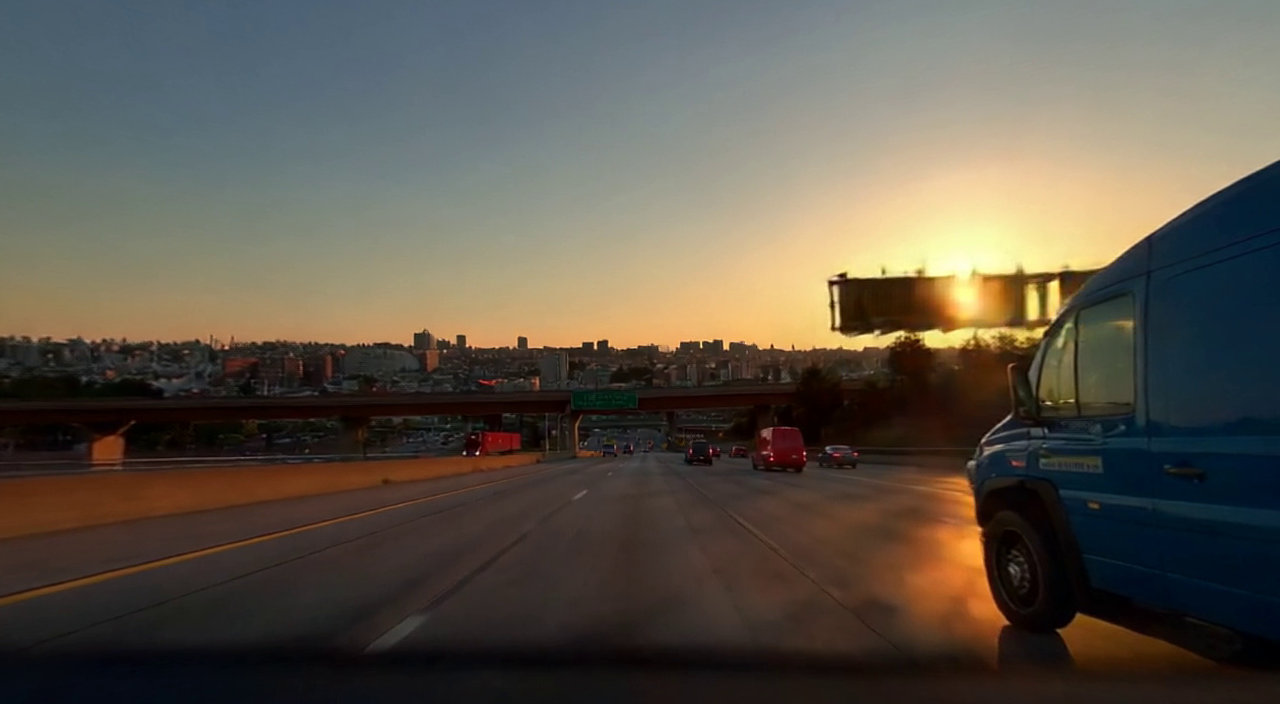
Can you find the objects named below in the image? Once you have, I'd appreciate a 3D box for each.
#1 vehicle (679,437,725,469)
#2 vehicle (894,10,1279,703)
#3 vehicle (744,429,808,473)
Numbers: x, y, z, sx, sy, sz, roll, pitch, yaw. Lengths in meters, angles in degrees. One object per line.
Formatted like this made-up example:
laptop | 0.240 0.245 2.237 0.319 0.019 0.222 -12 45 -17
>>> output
vehicle | 4.053 6.727 42.349 2.464 1.961 5.520 0 -8 -1
vehicle | 3.321 0.174 1.457 2.436 2.745 7.034 0 -8 -1
vehicle | 7.491 5.522 35.318 2.301 2.203 5.419 0 -8 -1
